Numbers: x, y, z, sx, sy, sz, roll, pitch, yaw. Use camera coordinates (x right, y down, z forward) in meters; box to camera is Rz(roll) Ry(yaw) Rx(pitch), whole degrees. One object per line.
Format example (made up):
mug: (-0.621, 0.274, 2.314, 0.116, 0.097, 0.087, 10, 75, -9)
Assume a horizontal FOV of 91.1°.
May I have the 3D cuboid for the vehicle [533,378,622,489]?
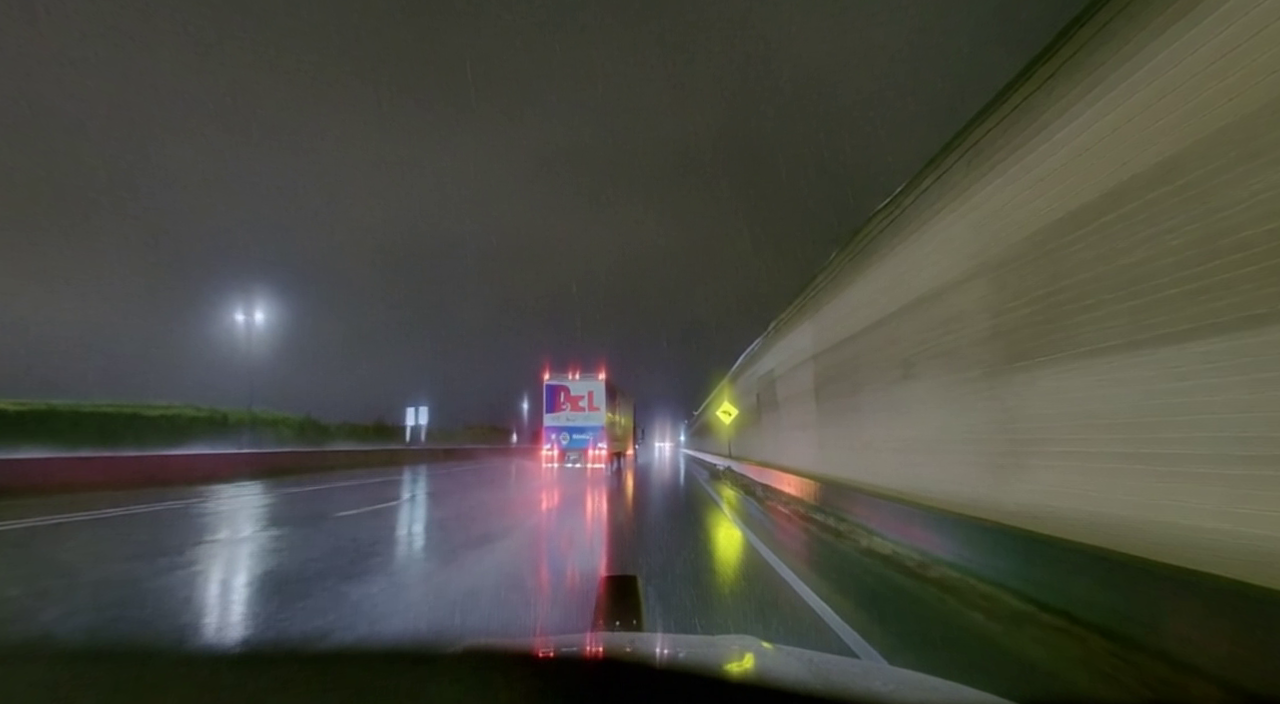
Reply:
vehicle: (-2.524, 3.683, 28.464, 2.796, 4.184, 8.554, 1, -8, 2)
